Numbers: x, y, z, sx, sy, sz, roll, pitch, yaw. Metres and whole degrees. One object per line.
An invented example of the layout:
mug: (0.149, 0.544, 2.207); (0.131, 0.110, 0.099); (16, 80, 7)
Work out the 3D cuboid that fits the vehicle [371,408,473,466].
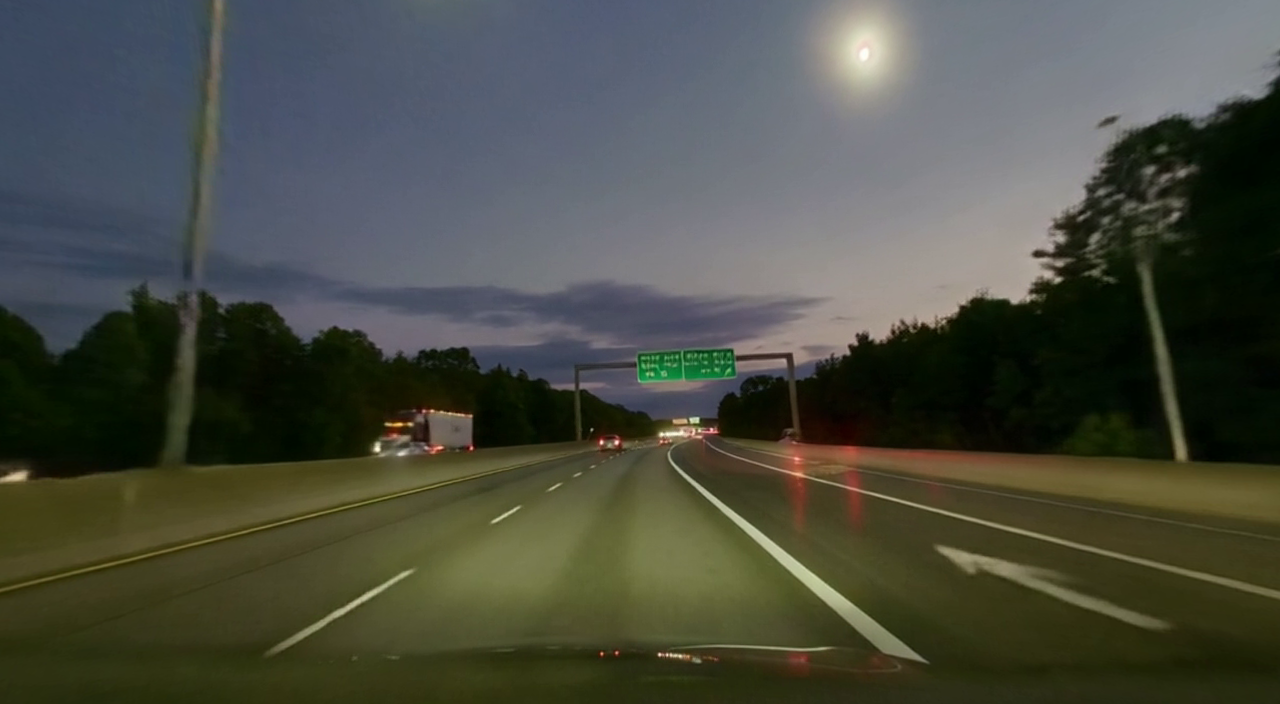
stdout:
vehicle: (-14.758, 5.911, 43.716); (3.205, 3.498, 9.568); (-1, -8, 3)
